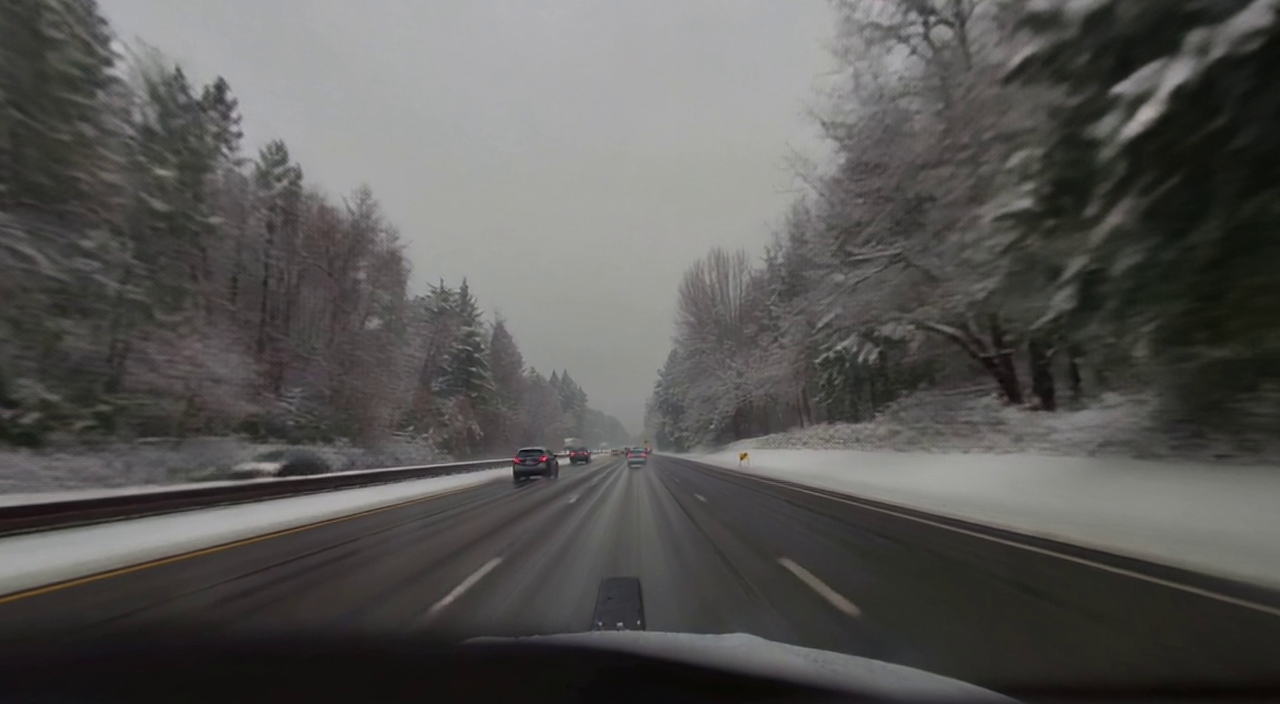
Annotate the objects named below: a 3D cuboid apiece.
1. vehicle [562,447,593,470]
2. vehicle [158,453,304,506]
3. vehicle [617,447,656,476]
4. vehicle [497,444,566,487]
[{"bbox_3d":[-4.527,7.778,46.259,1.834,1.615,3.624,0,-9,1],"label":"vehicle"},{"bbox_3d":[-12.544,3.905,19.703,1.854,1.428,4.065,0,-9,0],"label":"vehicle"},{"bbox_3d":[-0.186,6.054,35.027,2.001,1.490,3.914,0,-9,0],"label":"vehicle"},{"bbox_3d":[-4.145,4.423,24.783,1.978,1.538,3.755,0,-9,1],"label":"vehicle"}]
